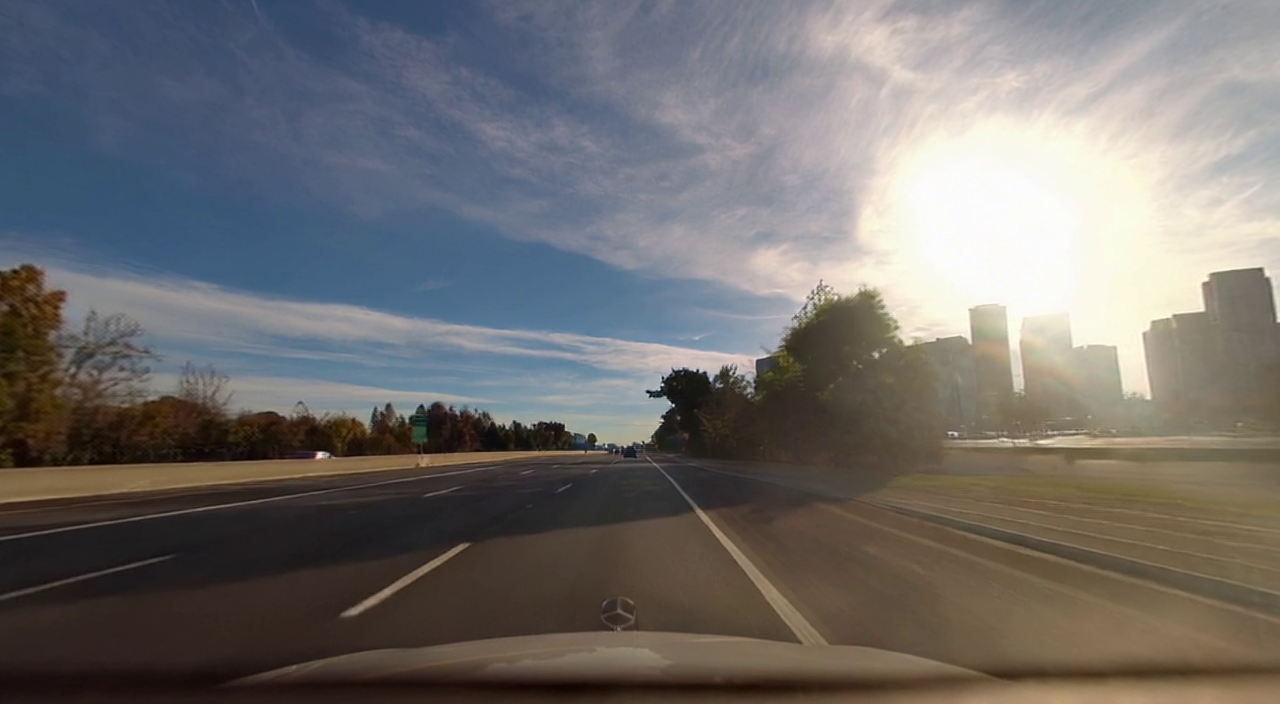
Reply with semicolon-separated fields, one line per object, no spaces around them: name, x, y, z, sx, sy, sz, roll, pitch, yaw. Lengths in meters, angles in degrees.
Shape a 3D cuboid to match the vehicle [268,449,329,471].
vehicle;-26.327;8.345;48.888;1.923;1.563;4.762;0;-9;1
